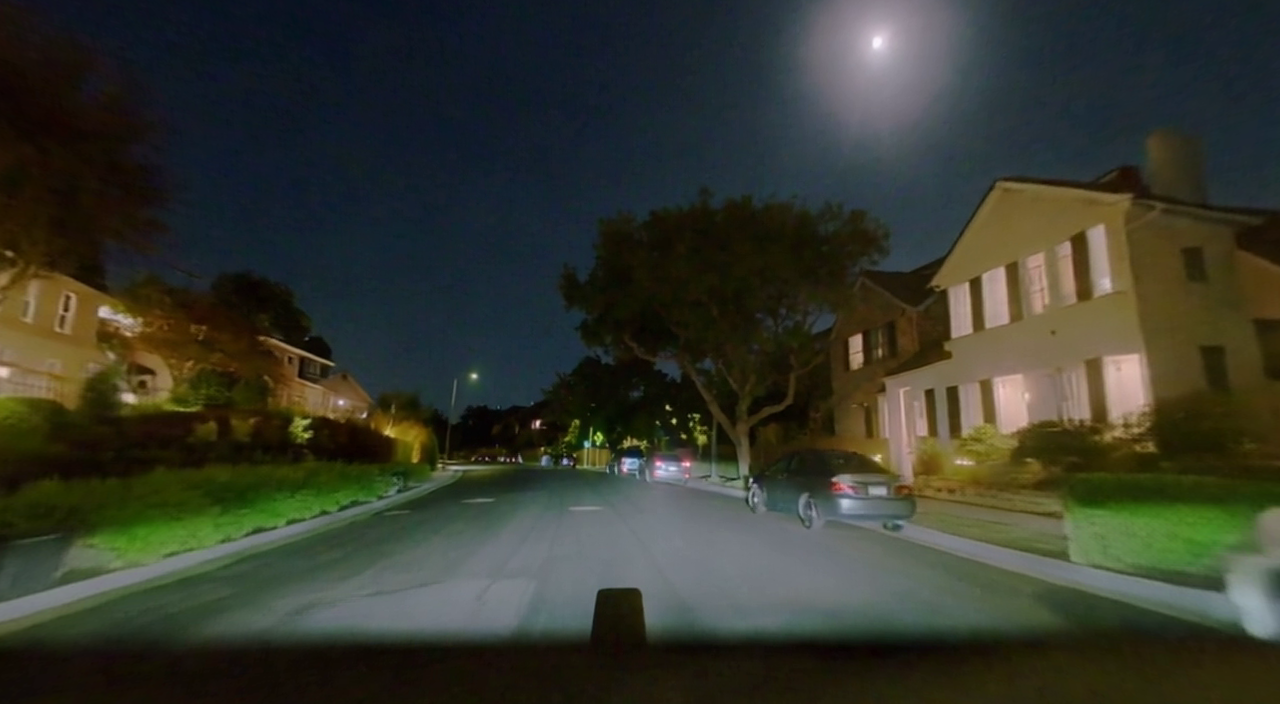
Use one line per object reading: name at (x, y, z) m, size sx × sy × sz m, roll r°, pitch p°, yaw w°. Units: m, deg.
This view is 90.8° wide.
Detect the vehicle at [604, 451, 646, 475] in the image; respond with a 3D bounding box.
vehicle at (-1.092, 7.475, 42.697) m, size 1.915 × 1.480 × 4.591 m, roll 2°, pitch -9°, yaw -13°

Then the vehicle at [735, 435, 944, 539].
vehicle at (3.902, 2.714, 13.562) m, size 2.111 × 1.771 × 4.942 m, roll 1°, pitch -9°, yaw -11°

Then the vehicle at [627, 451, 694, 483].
vehicle at (0.964, 5.942, 33.064) m, size 2.193 × 1.504 × 4.576 m, roll 2°, pitch -9°, yaw -15°
